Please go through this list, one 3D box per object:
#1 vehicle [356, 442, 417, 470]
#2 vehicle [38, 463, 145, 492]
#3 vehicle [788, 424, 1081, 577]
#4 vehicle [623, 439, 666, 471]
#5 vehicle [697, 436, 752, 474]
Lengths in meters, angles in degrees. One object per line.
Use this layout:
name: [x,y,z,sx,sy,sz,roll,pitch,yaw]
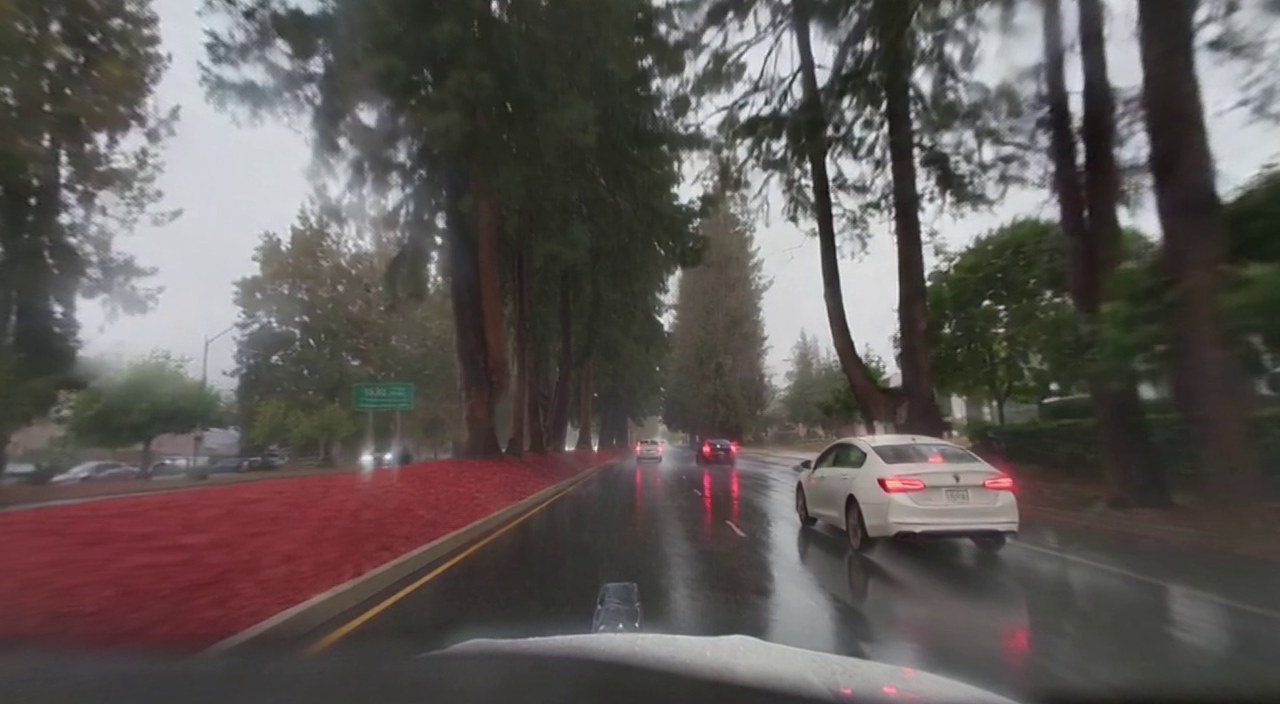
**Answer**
vehicle: [-17.886,7.338,44.868,2.085,1.794,4.776,0,-8,3]
vehicle: [-31.200,7.120,36.005,4.279,1.464,1.985,0,-8,2]
vehicle: [3.507,1.826,8.596,1.985,1.529,4.147,0,-8,0]
vehicle: [0.244,5.282,32.601,2.082,1.473,4.028,0,-8,1]
vehicle: [3.979,4.937,30.487,2.074,1.652,4.340,0,-8,0]
